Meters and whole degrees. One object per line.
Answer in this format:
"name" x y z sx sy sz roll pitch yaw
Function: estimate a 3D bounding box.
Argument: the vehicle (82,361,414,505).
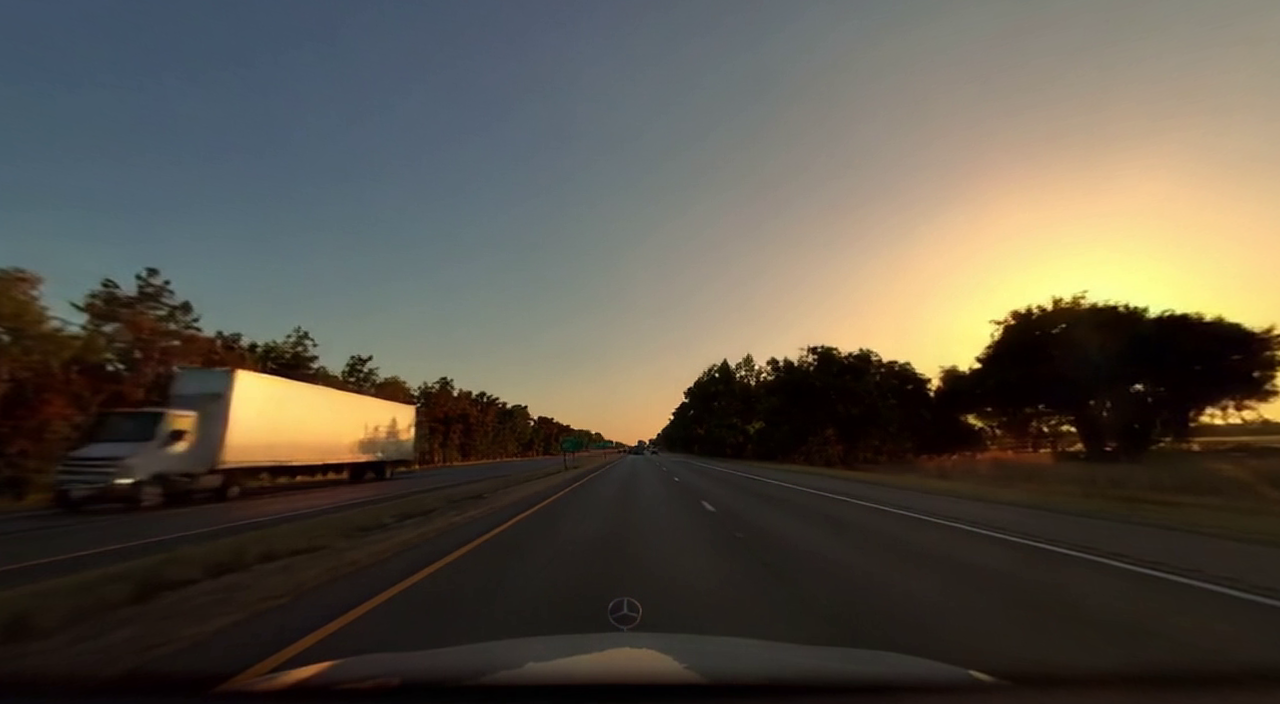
"vehicle" -13.721 3.497 25.698 3.028 3.929 16.813 0 -9 -1
